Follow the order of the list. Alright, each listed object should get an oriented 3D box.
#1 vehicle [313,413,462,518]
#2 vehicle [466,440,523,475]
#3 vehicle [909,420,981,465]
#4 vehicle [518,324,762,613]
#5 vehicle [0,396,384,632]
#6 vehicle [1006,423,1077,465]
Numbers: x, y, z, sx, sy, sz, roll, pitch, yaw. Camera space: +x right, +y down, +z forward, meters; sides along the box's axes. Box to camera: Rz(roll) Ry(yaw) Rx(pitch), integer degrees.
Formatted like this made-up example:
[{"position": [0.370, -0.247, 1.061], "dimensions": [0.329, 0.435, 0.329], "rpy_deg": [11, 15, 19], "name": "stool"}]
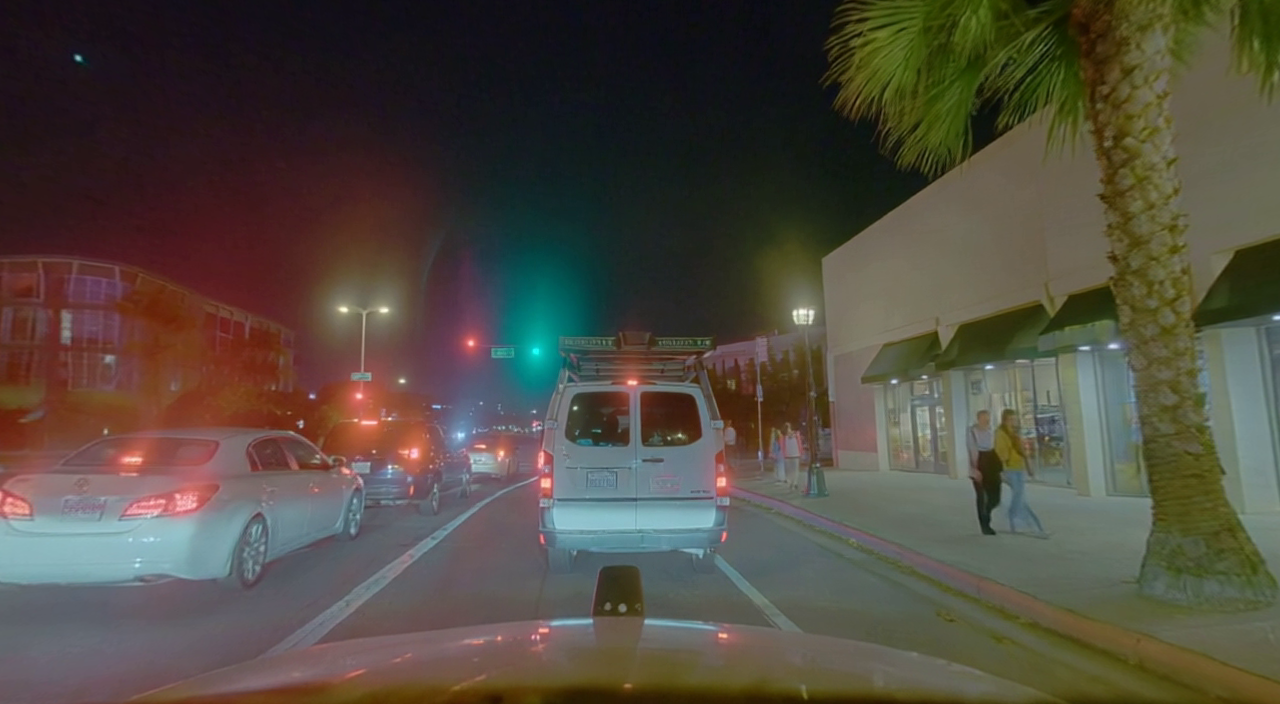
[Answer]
[{"position": [-5.225, 2.412, 13.881], "dimensions": [2.089, 1.854, 5.022], "rpy_deg": [2, -9, -11], "name": "vehicle"}, {"position": [-6.859, 4.887, 29.554], "dimensions": [1.818, 1.479, 4.428], "rpy_deg": [4, -9, -22], "name": "vehicle"}, {"position": [12.628, 3.757, 26.042], "dimensions": [2.046, 1.675, 3.924], "rpy_deg": [-6, -10, 33], "name": "vehicle"}, {"position": [-0.212, 1.214, 7.167], "dimensions": [1.902, 2.238, 4.263], "rpy_deg": [1, -9, -6], "name": "vehicle"}, {"position": [-4.410, 1.466, 6.665], "dimensions": [1.986, 1.643, 4.315], "rpy_deg": [1, -9, -6], "name": "vehicle"}, {"position": [15.753, 3.619, 24.706], "dimensions": [2.048, 1.475, 3.972], "rpy_deg": [-6, -10, 34], "name": "vehicle"}]
